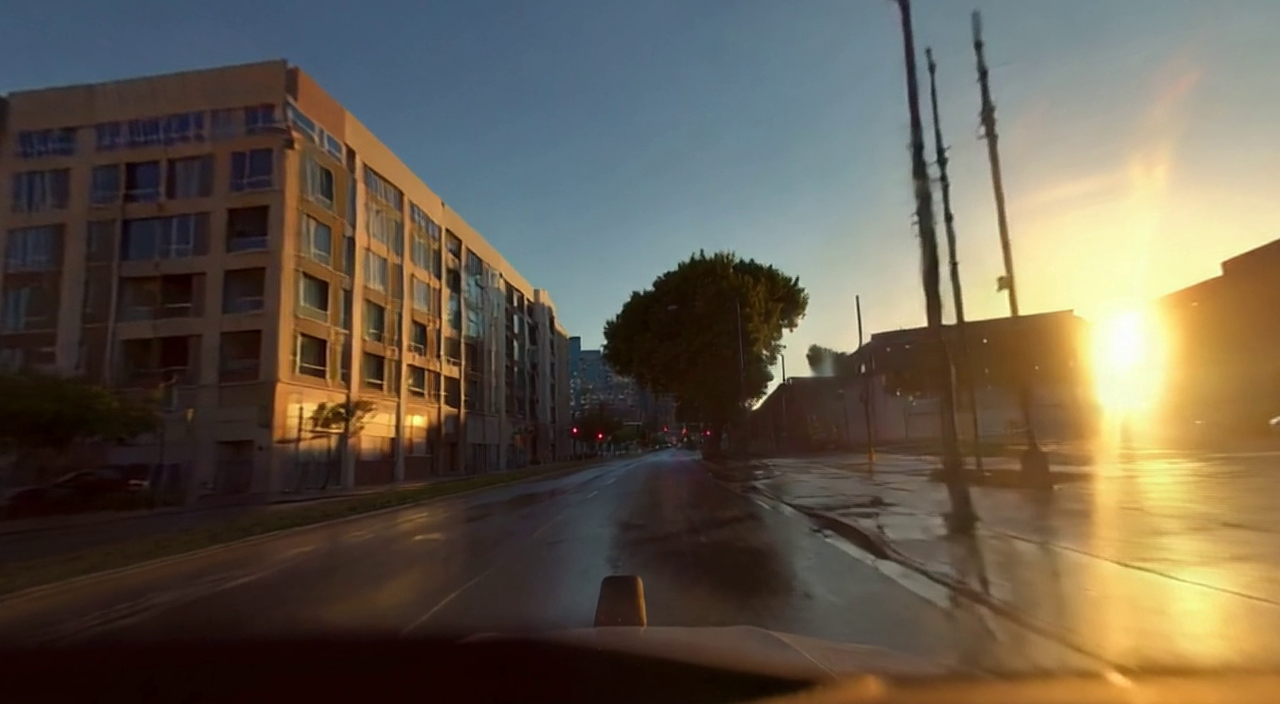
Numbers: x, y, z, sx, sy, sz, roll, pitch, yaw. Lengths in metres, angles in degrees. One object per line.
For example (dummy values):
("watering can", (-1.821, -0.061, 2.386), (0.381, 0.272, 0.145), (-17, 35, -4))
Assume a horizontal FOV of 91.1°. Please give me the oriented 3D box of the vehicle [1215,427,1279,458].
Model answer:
("vehicle", (32.418, 4.729, 32.747), (1.635, 1.503, 3.463), (-2, -9, 2))
